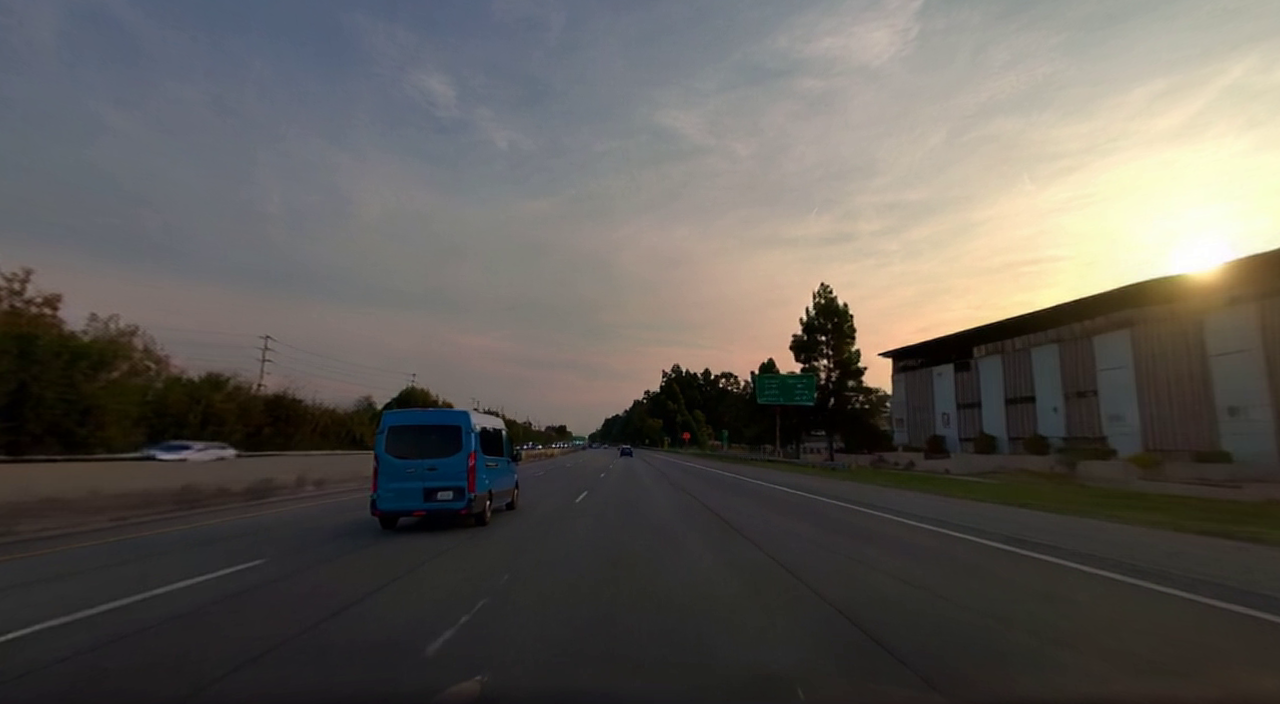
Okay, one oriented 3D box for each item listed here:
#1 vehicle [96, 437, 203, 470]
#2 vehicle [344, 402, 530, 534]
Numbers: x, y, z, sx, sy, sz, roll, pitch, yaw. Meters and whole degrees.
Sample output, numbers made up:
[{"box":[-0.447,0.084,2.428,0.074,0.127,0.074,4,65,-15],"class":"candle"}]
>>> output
[{"box":[-24.140,5.005,31.303,1.764,1.495,4.428,0,-9,-1],"class":"vehicle"},{"box":[-3.472,2.105,11.905,2.046,1.982,4.465,0,-9,-1],"class":"vehicle"}]
